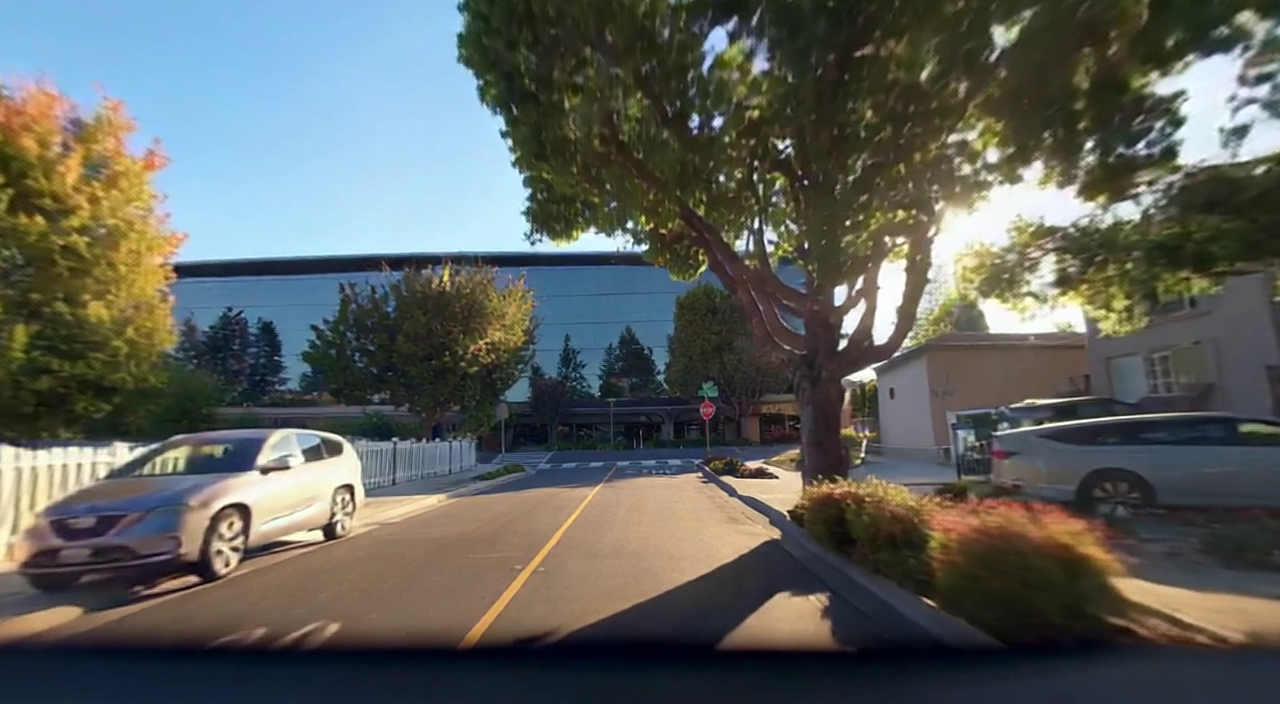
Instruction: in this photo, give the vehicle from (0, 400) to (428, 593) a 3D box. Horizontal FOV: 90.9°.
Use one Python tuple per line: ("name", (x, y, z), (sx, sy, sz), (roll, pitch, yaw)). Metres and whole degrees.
("vehicle", (-5.534, 1.840, 9.448), (2.308, 1.899, 6.107), (-1, -7, 3))
